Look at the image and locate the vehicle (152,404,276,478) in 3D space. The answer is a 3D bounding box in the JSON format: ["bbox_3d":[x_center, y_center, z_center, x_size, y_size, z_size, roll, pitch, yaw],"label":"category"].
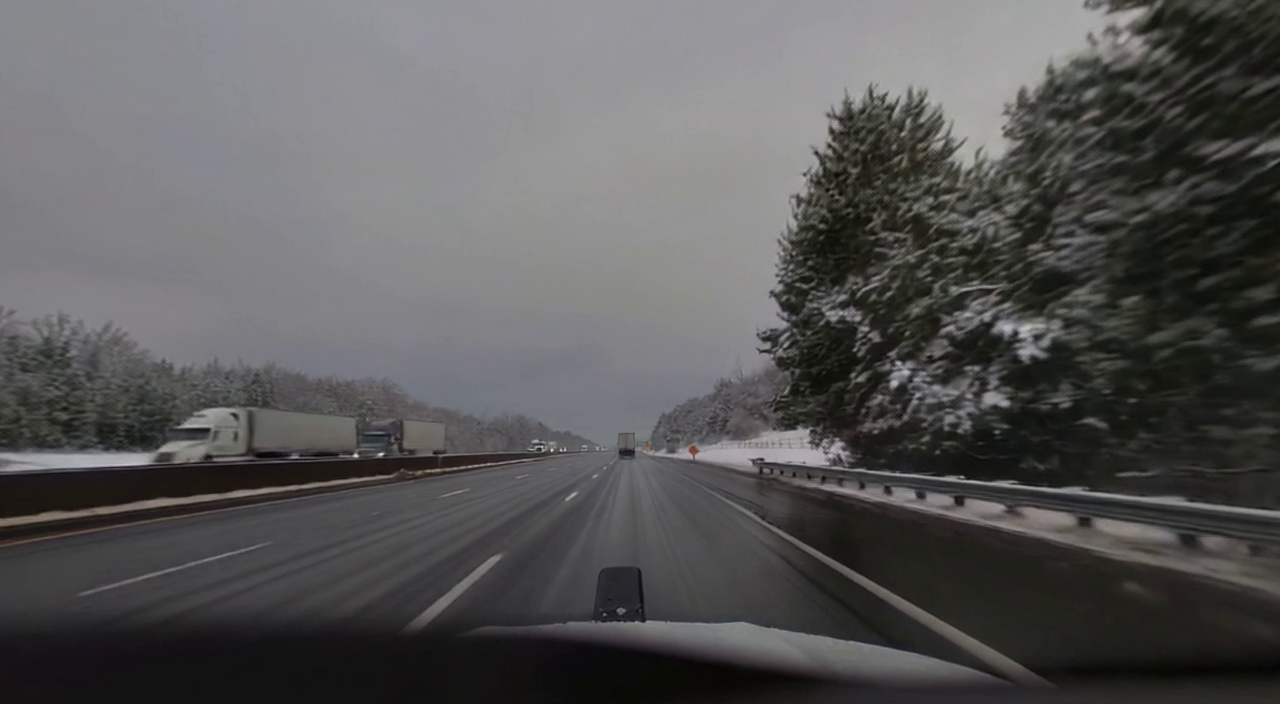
[{"bbox_3d":[-24.542,5.215,36.777,3.030,3.899,5.928,0,-9,-2],"label":"vehicle"}]
